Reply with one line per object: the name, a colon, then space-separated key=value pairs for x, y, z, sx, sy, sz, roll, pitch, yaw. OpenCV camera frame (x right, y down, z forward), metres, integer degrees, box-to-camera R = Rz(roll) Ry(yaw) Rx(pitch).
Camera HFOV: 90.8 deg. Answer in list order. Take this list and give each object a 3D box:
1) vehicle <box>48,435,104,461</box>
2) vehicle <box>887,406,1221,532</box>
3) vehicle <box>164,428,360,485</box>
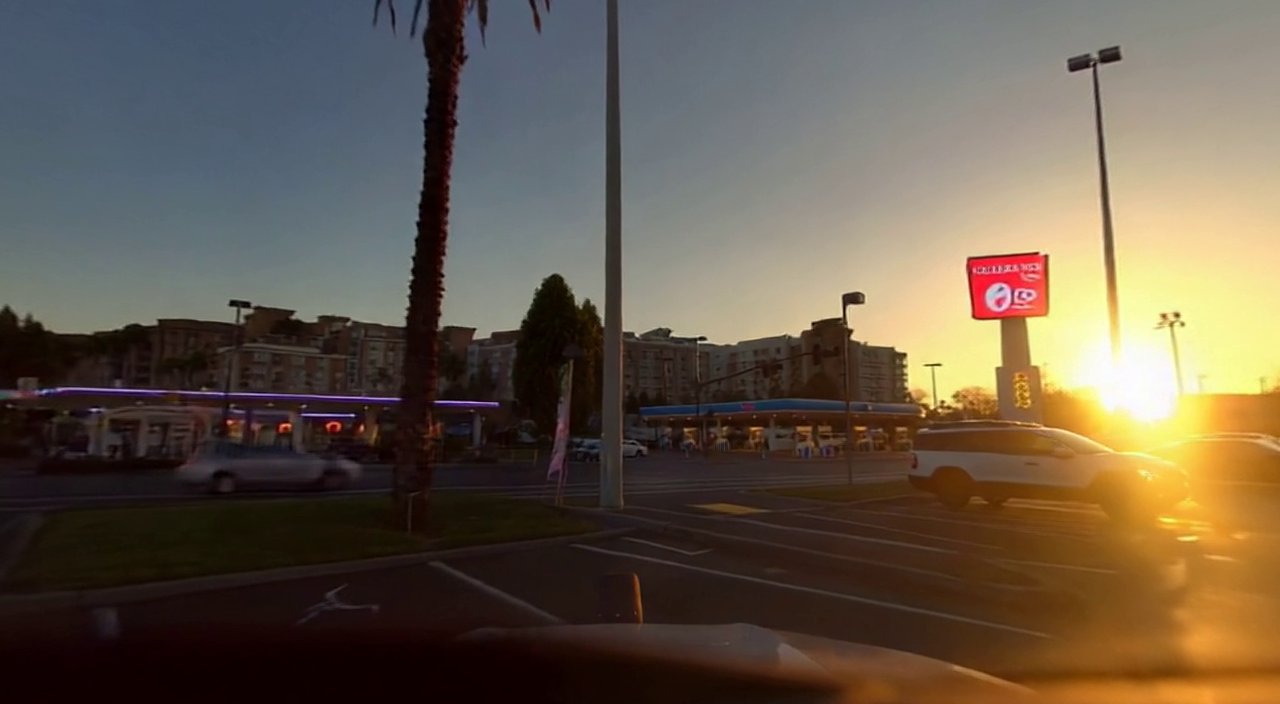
vehicle: x=-34.082 y=5.812 z=38.257 sx=1.901 sy=1.463 sz=3.948 roll=5 pitch=-10 yaw=-33
vehicle: x=7.423 y=2.090 z=11.903 sx=2.028 sy=1.850 sz=4.731 roll=6 pitch=-10 yaw=-35
vehicle: x=-11.160 y=3.079 z=18.889 sx=4.758 sy=1.497 sz=1.856 roll=6 pitch=-10 yaw=-34
